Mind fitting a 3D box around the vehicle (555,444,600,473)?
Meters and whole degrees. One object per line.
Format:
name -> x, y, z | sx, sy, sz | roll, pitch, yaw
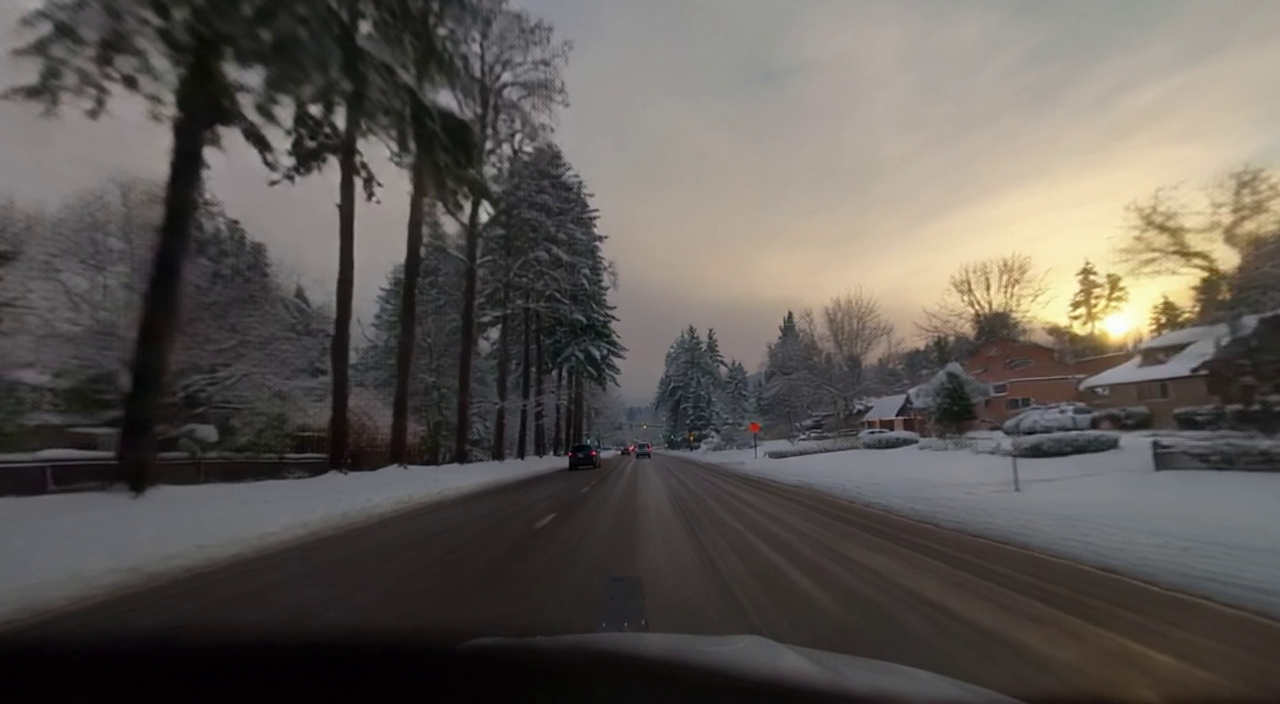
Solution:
vehicle -> -3.391, 5.852, 34.931 | 2.021, 1.466, 4.330 | 0, -9, 1
